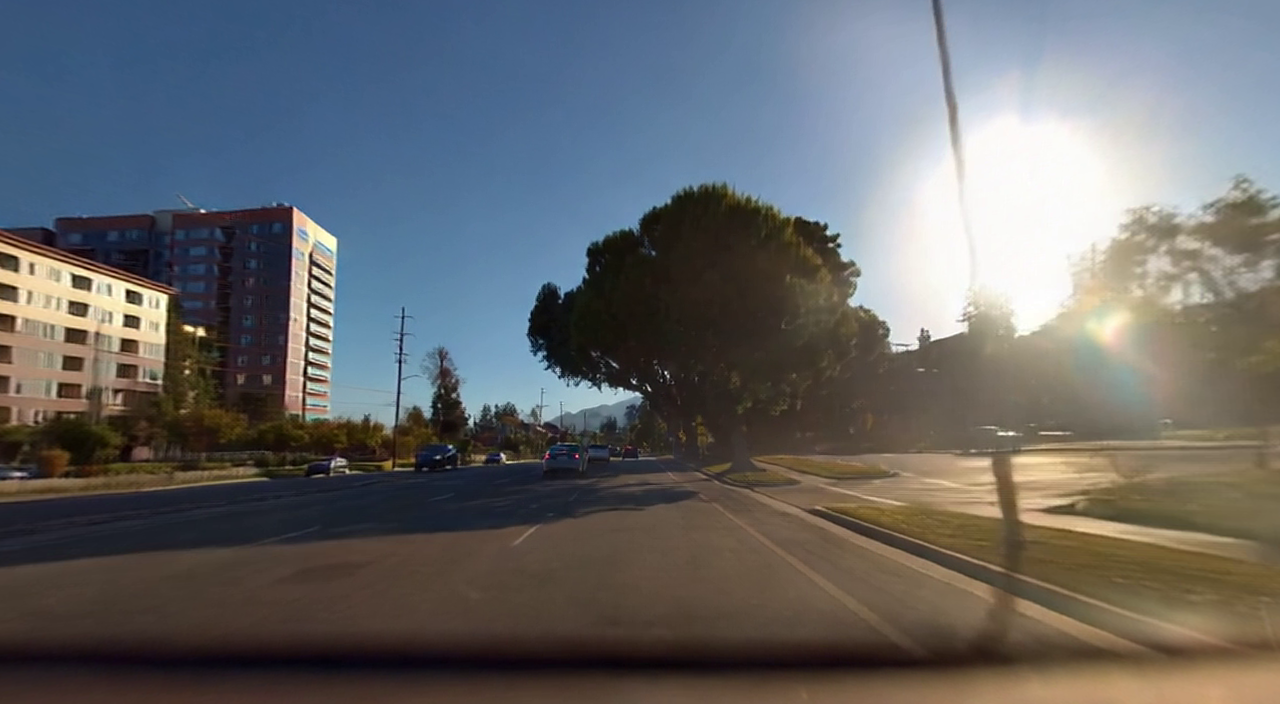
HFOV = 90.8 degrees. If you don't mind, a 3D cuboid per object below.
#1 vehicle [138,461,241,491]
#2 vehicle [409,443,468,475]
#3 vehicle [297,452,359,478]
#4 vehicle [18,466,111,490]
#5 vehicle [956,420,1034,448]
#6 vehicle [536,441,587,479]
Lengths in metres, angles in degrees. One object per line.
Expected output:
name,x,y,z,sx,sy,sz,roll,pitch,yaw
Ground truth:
vehicle,-26.171,7.186,36.871,1.812,1.507,4.428,-5,-10,29
vehicle,-12.208,6.501,38.578,2.071,1.817,4.634,0,-9,0
vehicle,-23.085,8.358,46.951,2.059,1.783,4.824,-1,-9,1
vehicle,-36.984,8.092,40.636,4.257,1.446,1.817,-1,-8,2
vehicle,25.152,5.903,45.060,2.195,1.814,5.872,0,-8,0
vehicle,-3.814,5.349,31.561,1.959,1.741,4.141,0,-9,1
